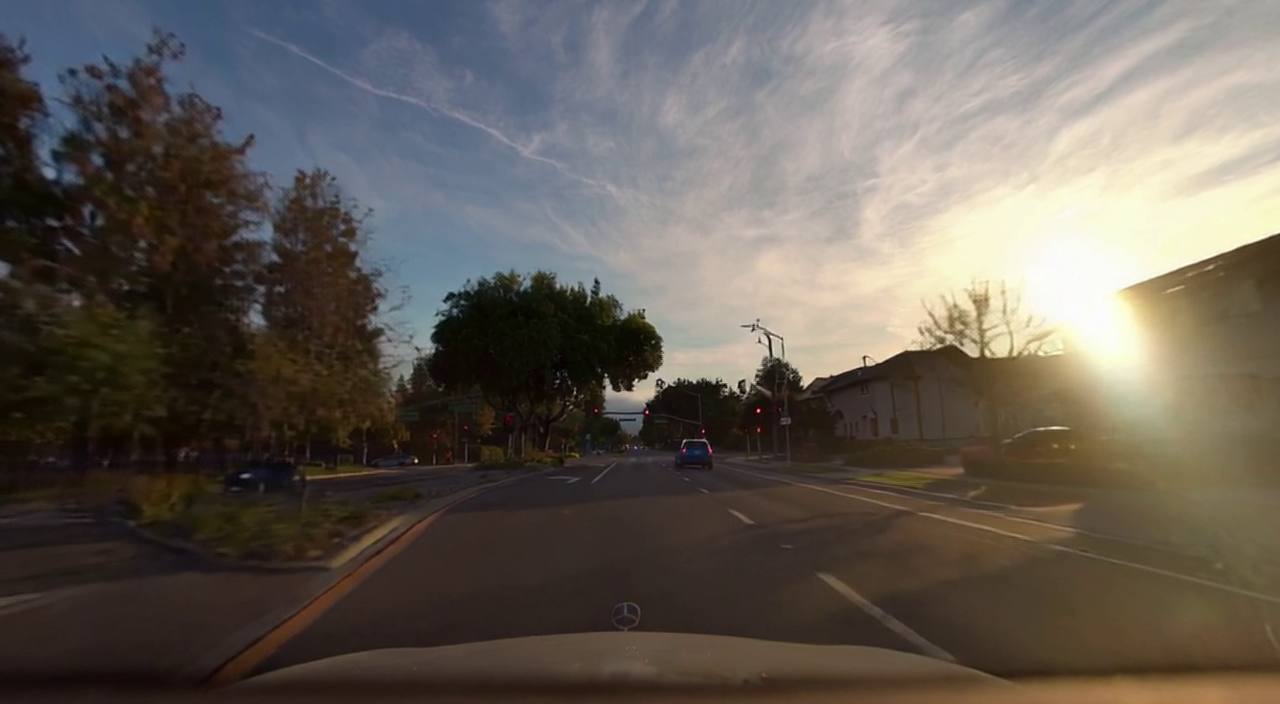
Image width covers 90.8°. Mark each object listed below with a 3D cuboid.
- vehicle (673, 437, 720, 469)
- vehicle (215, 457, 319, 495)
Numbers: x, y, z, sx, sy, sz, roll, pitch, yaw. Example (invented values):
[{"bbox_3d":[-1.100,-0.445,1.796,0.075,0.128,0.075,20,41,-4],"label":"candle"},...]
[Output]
[{"bbox_3d":[3.394,6.229,38.984,2.229,1.795,4.927,0,-9,-2],"label":"vehicle"},{"bbox_3d":[-16.261,5.398,27.854,1.938,1.468,4.375,0,-9,0],"label":"vehicle"}]
